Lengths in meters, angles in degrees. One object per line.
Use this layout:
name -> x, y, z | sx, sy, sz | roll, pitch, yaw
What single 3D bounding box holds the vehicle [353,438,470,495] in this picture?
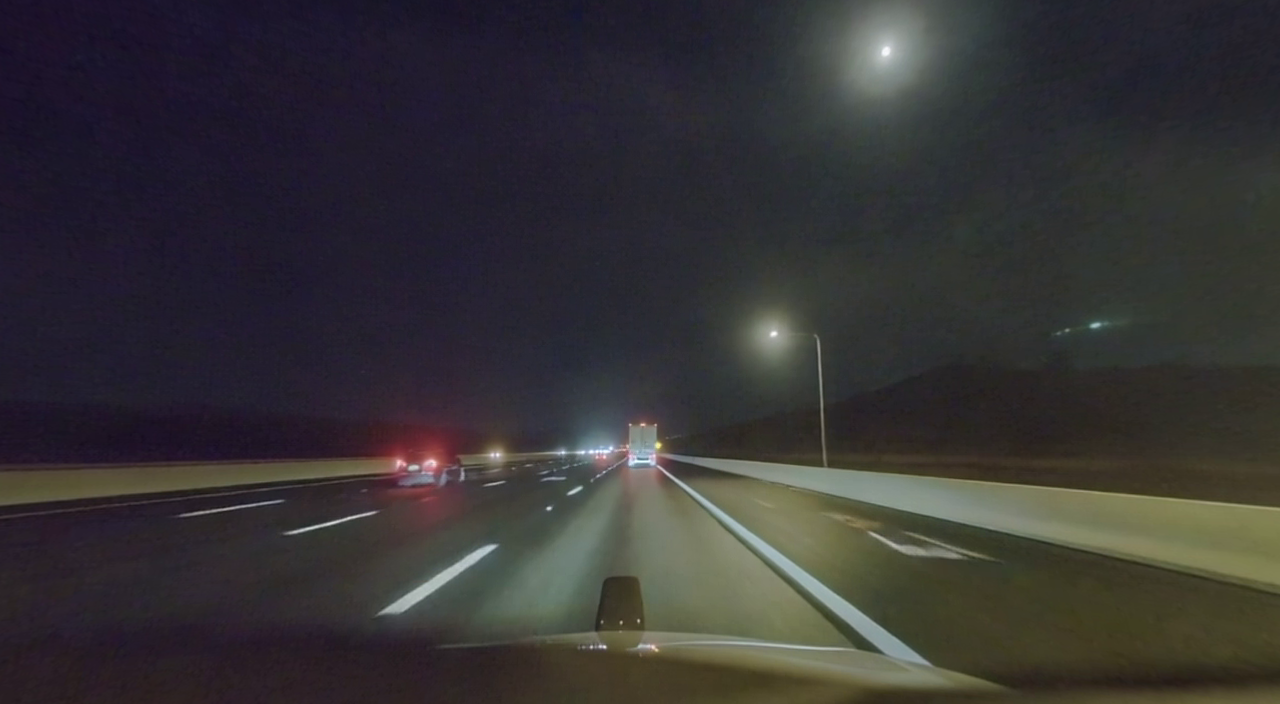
vehicle -> -7.420, 3.770, 21.124 | 2.067, 1.676, 4.789 | 0, -9, 1
